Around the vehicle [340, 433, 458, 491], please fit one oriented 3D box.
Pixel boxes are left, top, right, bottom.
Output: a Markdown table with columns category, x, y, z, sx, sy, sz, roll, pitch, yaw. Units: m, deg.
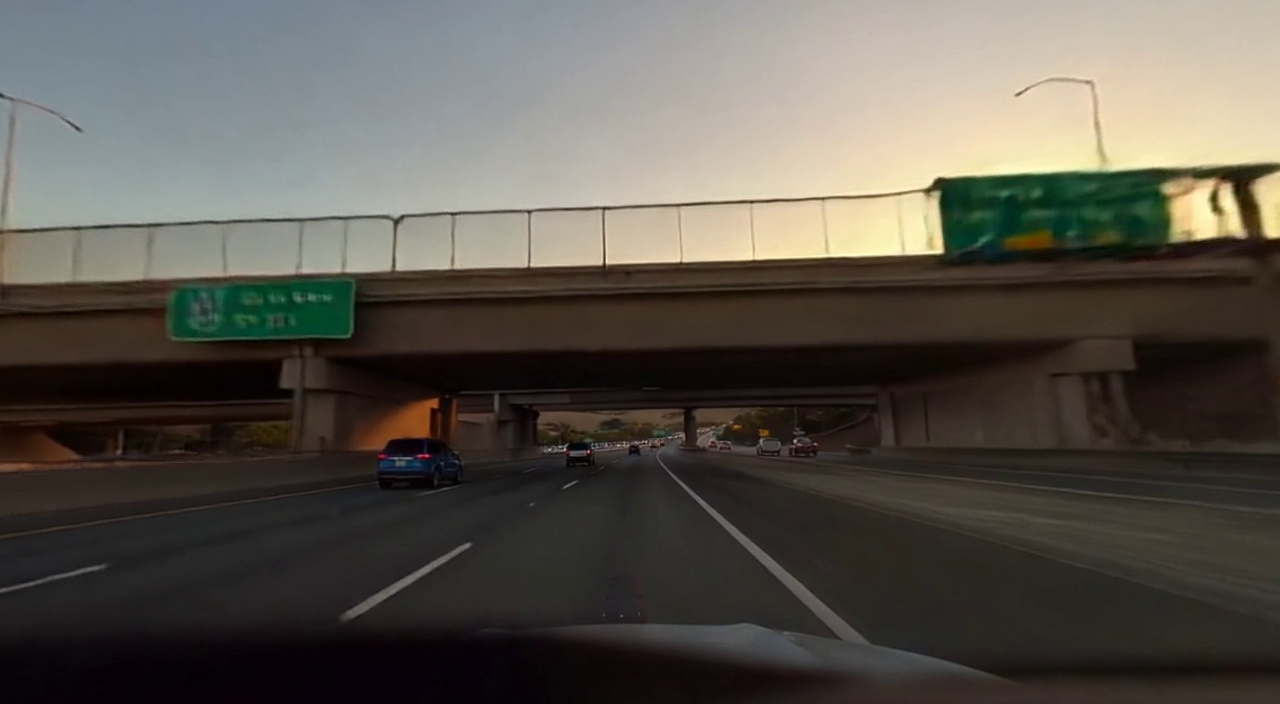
| category | x | y | z | sx | sy | sz | roll | pitch | yaw |
| --- | --- | --- | --- | --- | --- | --- | --- | --- | --- |
| vehicle | -7.896 | 3.625 | 21.190 | 2.092 | 1.712 | 4.627 | 0 | -8 | 1 |

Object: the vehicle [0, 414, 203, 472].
| category | x | y | z | sx | sy | sz | roll | pitch | yaw |
| --- | --- | --- | --- | --- | --- | --- | --- | --- | --- |
| vehicle | -41.288 | 7.147 | 49.309 | 2.851 | 3.802 | 15.642 | 0 | -8 | 0 |

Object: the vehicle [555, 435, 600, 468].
| category | x | y | z | sx | sy | sz | roll | pitch | yaw |
| --- | --- | --- | --- | --- | --- | --- | --- | --- | --- |
| vehicle | -3.687 | 5.978 | 38.054 | 2.144 | 1.847 | 4.850 | 0 | -8 | 1 |
